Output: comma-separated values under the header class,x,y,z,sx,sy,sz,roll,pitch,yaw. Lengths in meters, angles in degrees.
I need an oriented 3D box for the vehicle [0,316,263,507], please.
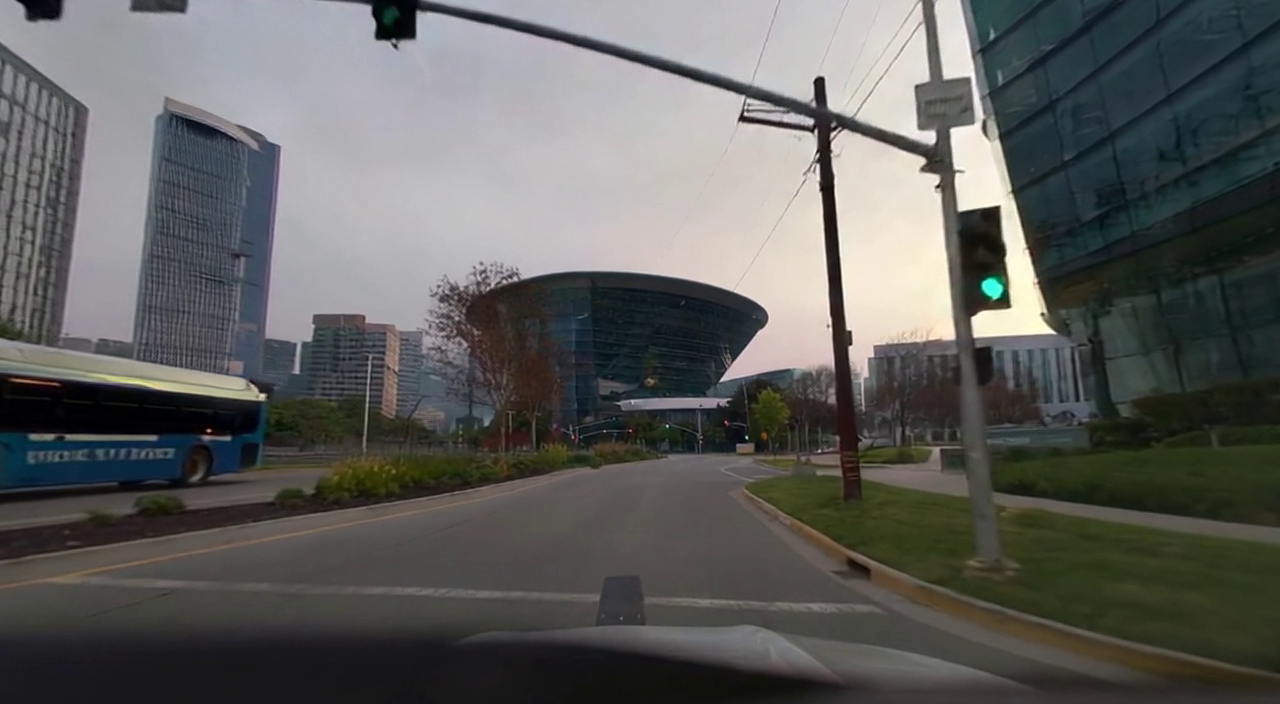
class,x,y,z,sx,sy,sz,roll,pitch,yaw
vehicle,-15.170,1.730,16.625,3.014,4.047,11.442,0,-9,2
